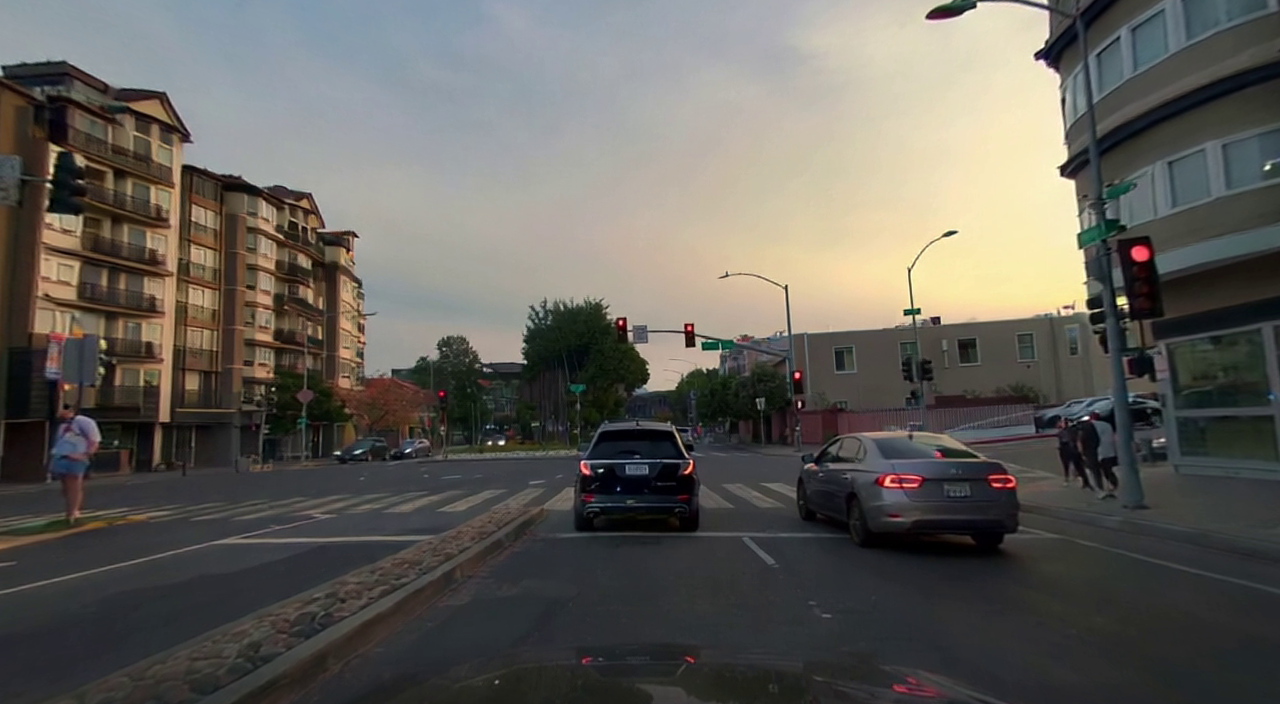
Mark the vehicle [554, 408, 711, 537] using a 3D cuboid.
[{"bbox_3d":[-0.071,1.979,10.893,2.168,1.776,4.135,0,-9,1],"label":"vehicle"}]

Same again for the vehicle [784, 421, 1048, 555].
[{"bbox_3d":[3.716,1.915,9.616,1.987,1.538,4.510,0,-9,0],"label":"vehicle"}]

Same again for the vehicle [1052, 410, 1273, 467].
[{"bbox_3d":[14.284,2.408,17.484,4.354,1.466,1.863,0,-9,2],"label":"vehicle"}]

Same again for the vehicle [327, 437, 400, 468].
[{"bbox_3d":[-16.466,6.019,37.874,2.132,1.710,4.504,-1,-9,3],"label":"vehicle"}]

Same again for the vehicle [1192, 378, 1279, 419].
[{"bbox_3d":[26.675,2.024,27.057,4.287,1.639,1.729,0,-9,1],"label":"vehicle"}]
